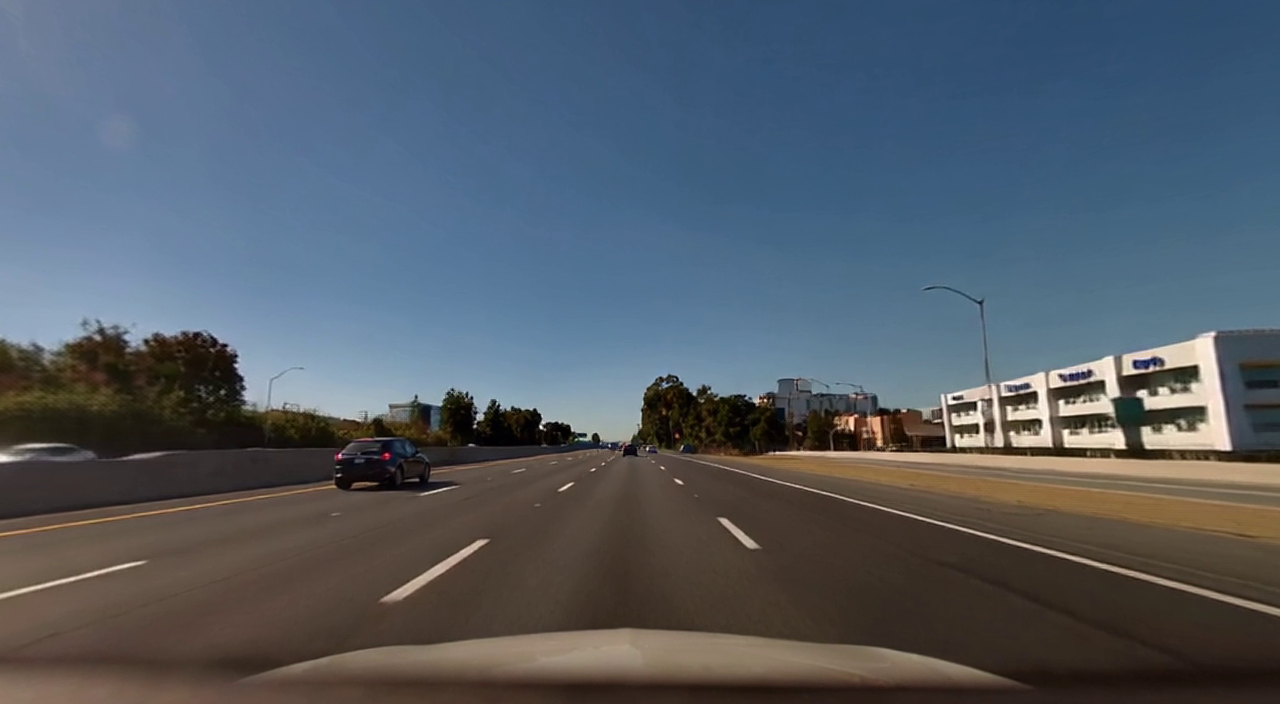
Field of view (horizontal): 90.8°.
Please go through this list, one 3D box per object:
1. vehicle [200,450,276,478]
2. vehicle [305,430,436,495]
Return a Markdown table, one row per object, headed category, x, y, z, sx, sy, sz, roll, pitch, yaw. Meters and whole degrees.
| category | x | y | z | sx | sy | sz | roll | pitch | yaw |
| --- | --- | --- | --- | --- | --- | --- | --- | --- | --- |
| vehicle | -25.937 | 7.204 | 40.997 | 1.871 | 1.556 | 4.664 | 0 | -8 | -1 |
| vehicle | -7.976 | 3.301 | 19.254 | 2.089 | 1.724 | 4.327 | 0 | -8 | -1 |
